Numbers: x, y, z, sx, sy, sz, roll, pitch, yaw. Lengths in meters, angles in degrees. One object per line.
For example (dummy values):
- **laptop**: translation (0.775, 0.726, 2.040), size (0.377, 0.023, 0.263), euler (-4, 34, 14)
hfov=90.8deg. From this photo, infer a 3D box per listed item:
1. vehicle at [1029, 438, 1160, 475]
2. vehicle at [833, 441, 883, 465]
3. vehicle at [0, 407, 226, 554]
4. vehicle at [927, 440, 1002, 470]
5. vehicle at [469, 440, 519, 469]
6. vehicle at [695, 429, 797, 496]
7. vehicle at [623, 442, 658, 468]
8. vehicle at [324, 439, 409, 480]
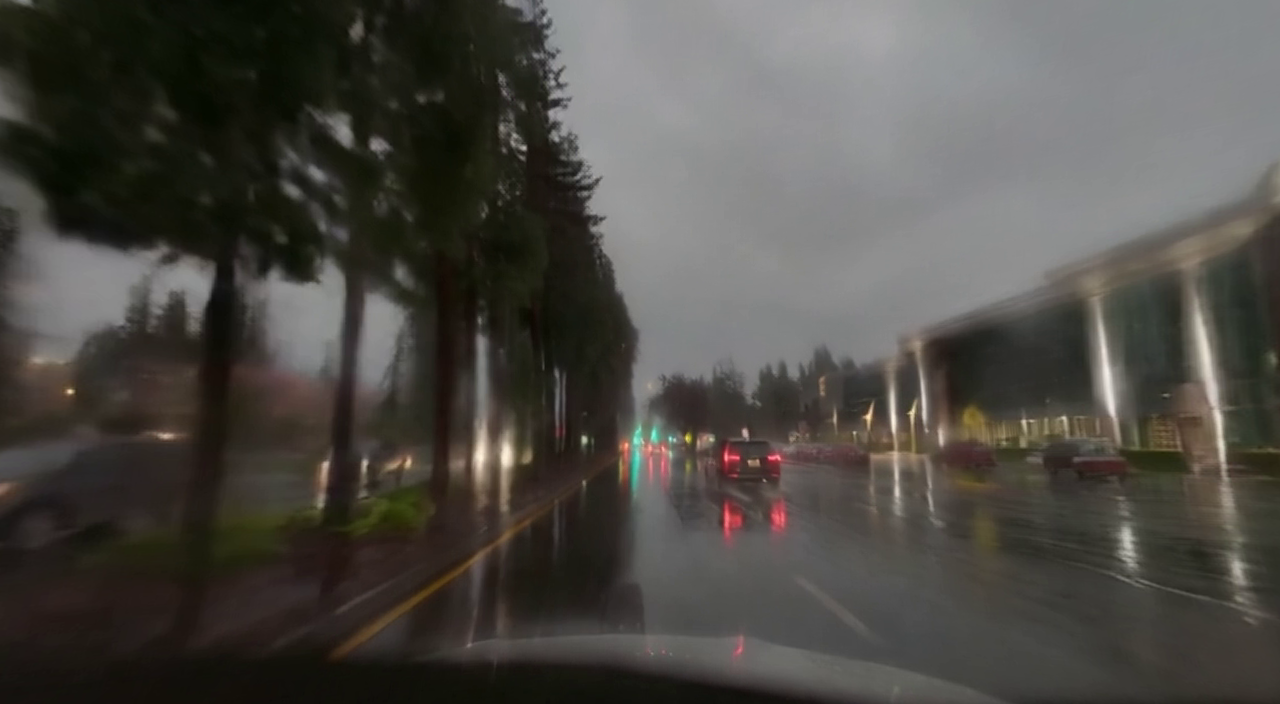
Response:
- **vehicle**: translation (20.583, 4.756, 28.737), size (4.475, 1.592, 1.841), euler (0, -9, -1)
- **vehicle**: translation (15.836, 7.368, 46.151), size (1.812, 1.687, 4.579), euler (1, -9, -4)
- **vehicle**: translation (-9.304, 1.941, 10.019), size (2.165, 1.863, 4.880), euler (0, -9, -1)
- **vehicle**: translation (19.213, 6.131, 37.670), size (1.936, 1.659, 4.365), euler (0, -9, -3)
- **vehicle**: translation (-9.232, 6.521, 40.261), size (2.093, 1.728, 4.735), euler (0, -9, -1)
- **vehicle**: translation (3.125, 3.420, 19.884), size (2.235, 1.806, 4.818), euler (0, -9, -2)
- **vehicle**: translation (-0.008, 6.570, 40.580), size (2.145, 1.572, 4.021), euler (0, -9, -1)
- **vehicle**: translation (-12.712, 5.019, 29.685), size (1.937, 1.737, 4.398), euler (0, -9, 1)
